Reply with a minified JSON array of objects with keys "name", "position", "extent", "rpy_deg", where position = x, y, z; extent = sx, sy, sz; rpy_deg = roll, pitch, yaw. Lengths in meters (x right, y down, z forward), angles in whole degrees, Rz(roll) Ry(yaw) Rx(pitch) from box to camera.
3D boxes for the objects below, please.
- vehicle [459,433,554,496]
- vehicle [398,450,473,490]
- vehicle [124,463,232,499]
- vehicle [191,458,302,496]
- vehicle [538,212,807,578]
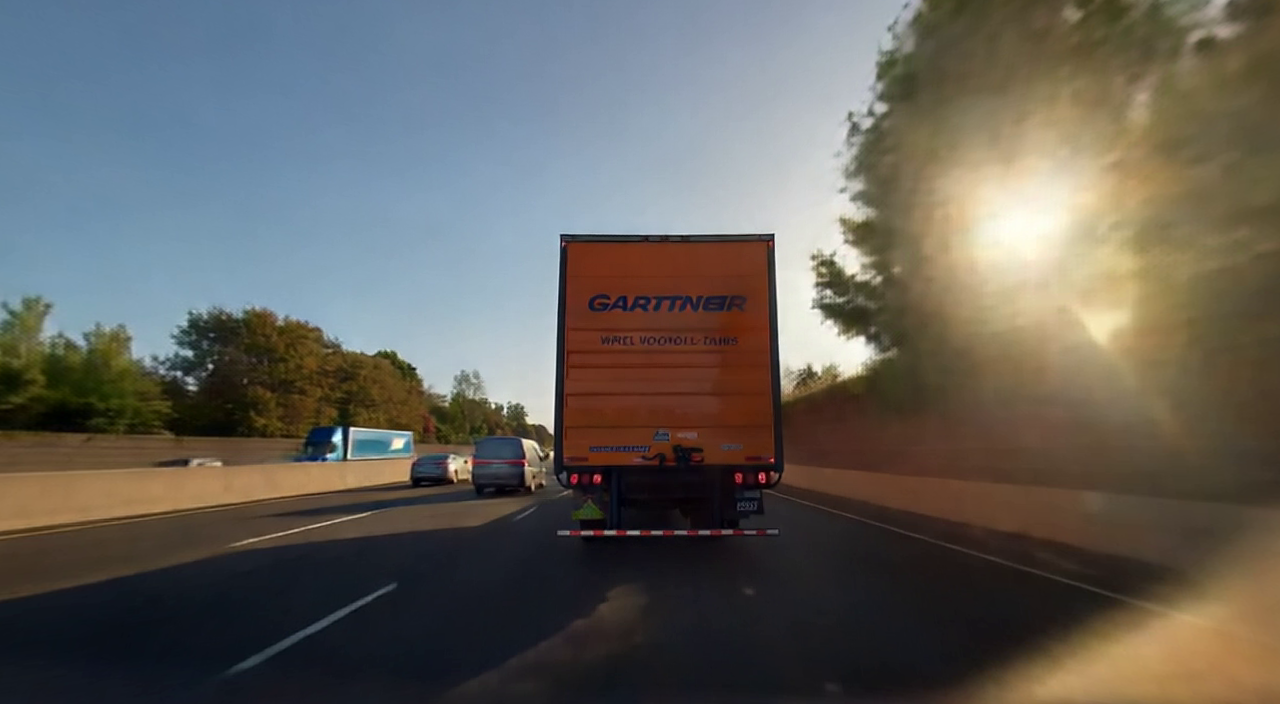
[{"name":"vehicle","position":[-4.632,4.012,22.787],"extent":[2.293,2.015,4.915],"rpy_deg":[0,-9,1]},{"name":"vehicle","position":[-8.200,4.754,25.608],"extent":[1.828,1.502,3.385],"rpy_deg":[0,-9,1]},{"name":"vehicle","position":[-20.976,5.842,28.872],"extent":[1.845,1.417,4.012],"rpy_deg":[0,-9,0]},{"name":"vehicle","position":[-16.622,5.261,26.983],"extent":[1.833,1.432,4.447],"rpy_deg":[0,-9,1]},{"name":"vehicle","position":[0.446,1.223,12.214],"extent":[2.853,4.054,10.557],"rpy_deg":[0,-9,1]}]
